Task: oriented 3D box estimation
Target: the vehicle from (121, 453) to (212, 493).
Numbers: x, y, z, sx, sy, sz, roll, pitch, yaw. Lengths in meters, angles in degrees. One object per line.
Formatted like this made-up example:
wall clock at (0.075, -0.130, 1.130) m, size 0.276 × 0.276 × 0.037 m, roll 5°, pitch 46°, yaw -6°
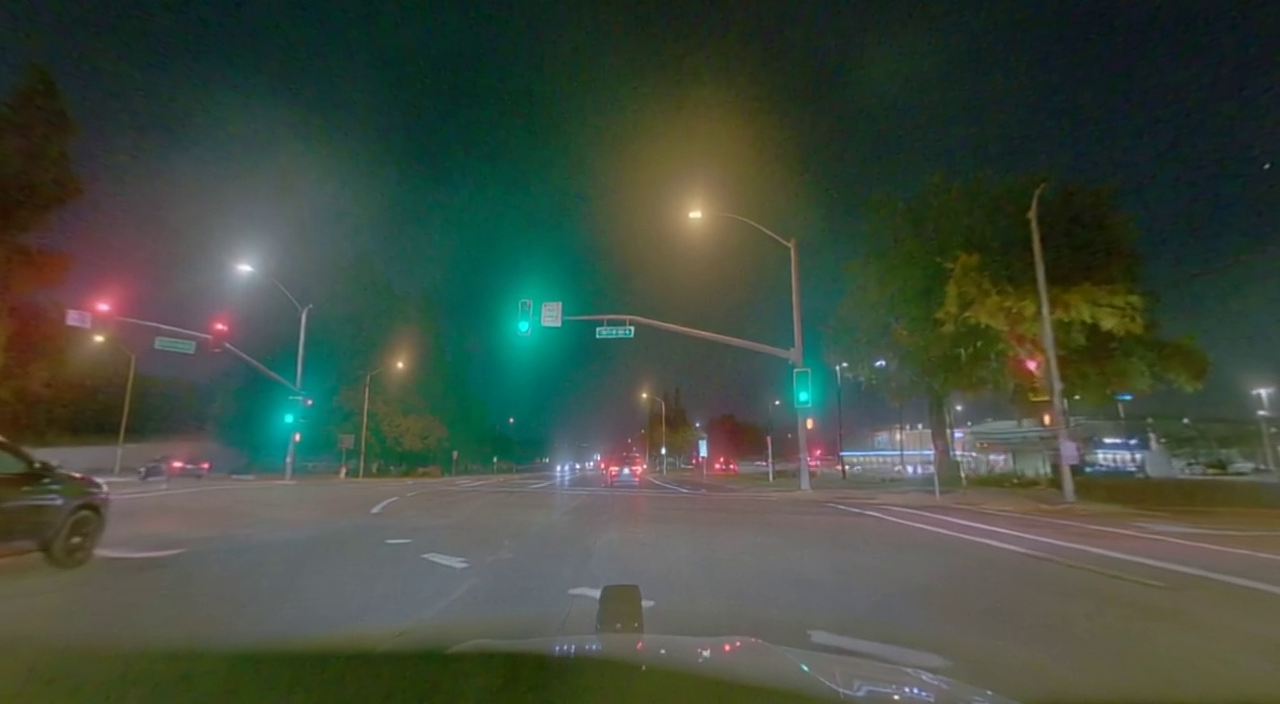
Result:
vehicle at (-19.813, 4.987, 26.382) m, size 3.981 × 1.510 × 1.904 m, roll -7°, pitch -11°, yaw 37°

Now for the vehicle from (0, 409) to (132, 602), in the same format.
vehicle at (-6.637, 1.346, 5.406) m, size 1.909 × 1.704 × 4.307 m, roll 2°, pitch -9°, yaw -16°

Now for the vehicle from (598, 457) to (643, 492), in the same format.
vehicle at (-0.928, 5.575, 29.041) m, size 1.917 × 1.418 × 3.987 m, roll 0°, pitch -9°, yaw -3°
